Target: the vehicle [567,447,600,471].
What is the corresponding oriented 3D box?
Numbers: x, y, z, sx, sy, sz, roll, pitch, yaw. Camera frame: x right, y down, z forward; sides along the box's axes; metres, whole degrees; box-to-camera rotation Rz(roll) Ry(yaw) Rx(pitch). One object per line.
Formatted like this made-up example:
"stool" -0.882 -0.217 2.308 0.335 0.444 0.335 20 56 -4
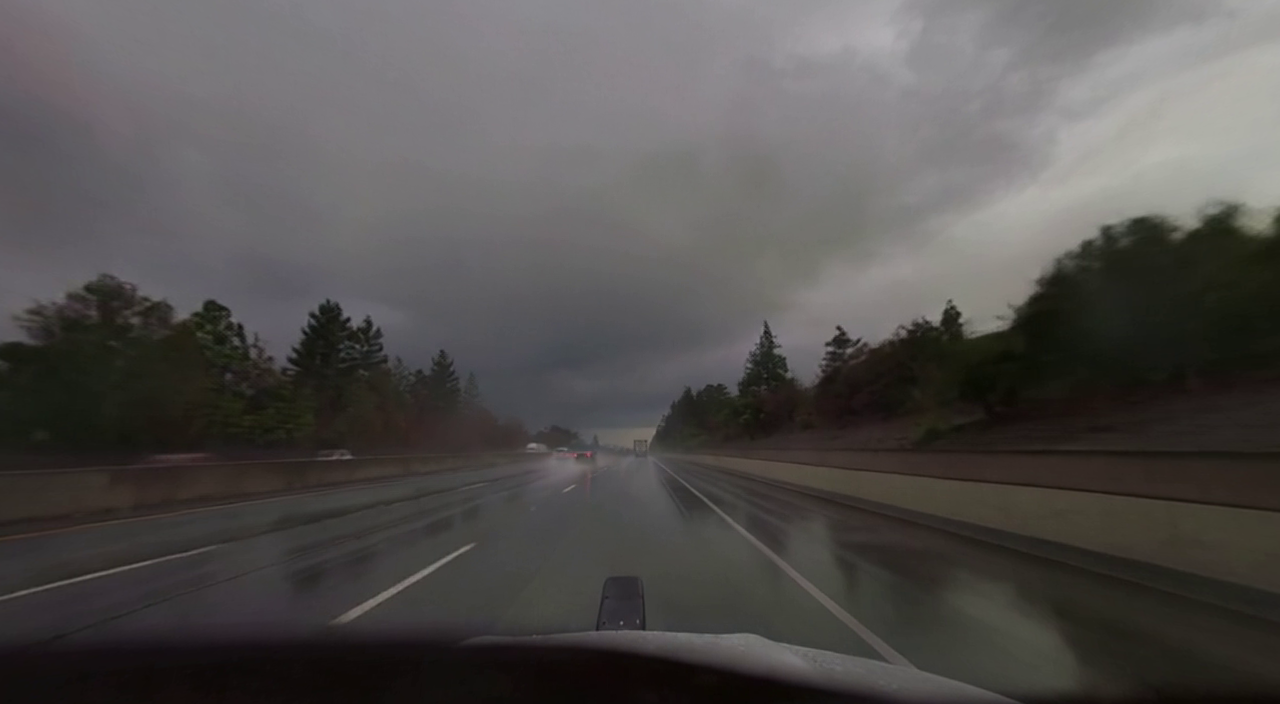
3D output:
"vehicle" -3.800 7.254 43.046 1.893 1.521 3.742 0 -9 0
